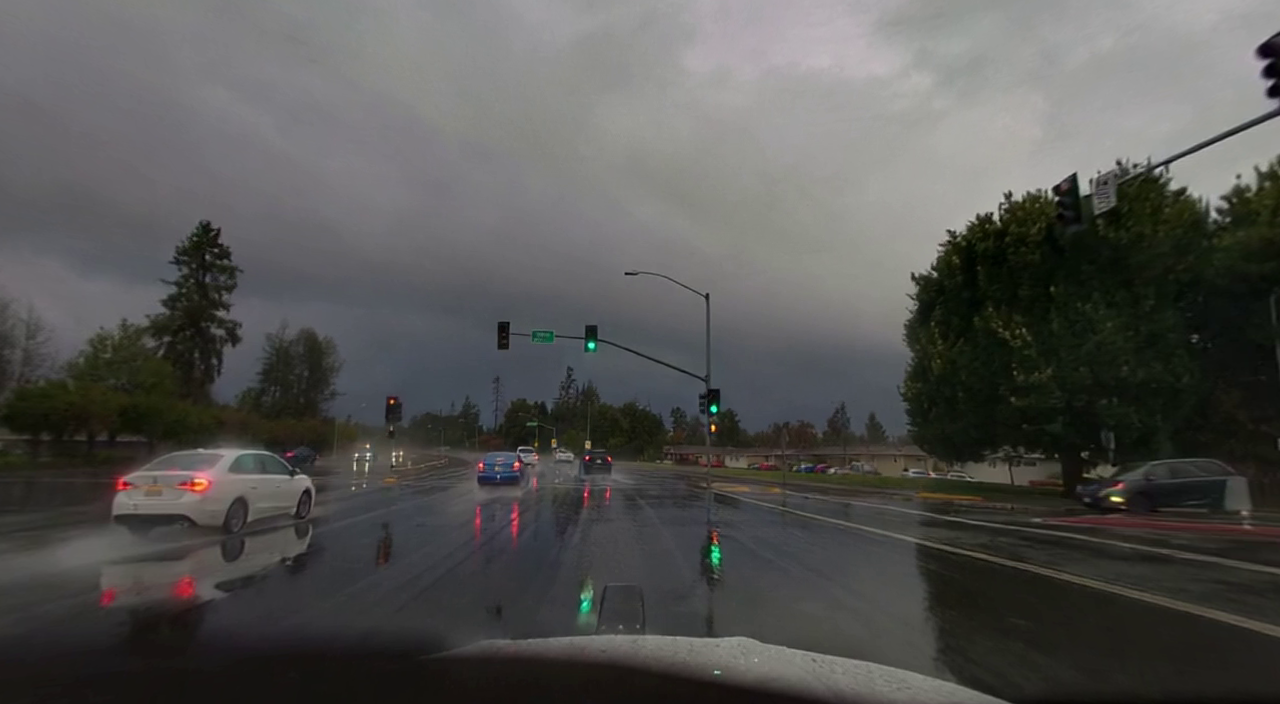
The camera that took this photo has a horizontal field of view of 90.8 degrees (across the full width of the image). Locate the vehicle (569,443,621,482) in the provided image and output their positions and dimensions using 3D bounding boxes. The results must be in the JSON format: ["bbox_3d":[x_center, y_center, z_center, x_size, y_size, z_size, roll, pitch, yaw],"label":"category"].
[{"bbox_3d":[-2.599,6.114,35.295,2.526,1.982,5.294,1,-9,-8],"label":"vehicle"}]

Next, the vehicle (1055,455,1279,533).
[{"bbox_3d":[11.723,2.952,13.396,4.439,1.477,1.895,0,-8,2],"label":"vehicle"}]

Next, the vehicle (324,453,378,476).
[{"bbox_3d":[-20.057,7.779,44.033,2.052,1.450,4.634,1,-8,-7],"label":"vehicle"}]

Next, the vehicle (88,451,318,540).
[{"bbox_3d":[-8.339,2.713,12.613,1.889,1.429,4.029,0,-8,-4],"label":"vehicle"}]

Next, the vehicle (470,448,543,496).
[{"bbox_3d":[-4.986,4.529,24.341,2.098,1.613,4.606,0,-8,-4],"label":"vehicle"}]
